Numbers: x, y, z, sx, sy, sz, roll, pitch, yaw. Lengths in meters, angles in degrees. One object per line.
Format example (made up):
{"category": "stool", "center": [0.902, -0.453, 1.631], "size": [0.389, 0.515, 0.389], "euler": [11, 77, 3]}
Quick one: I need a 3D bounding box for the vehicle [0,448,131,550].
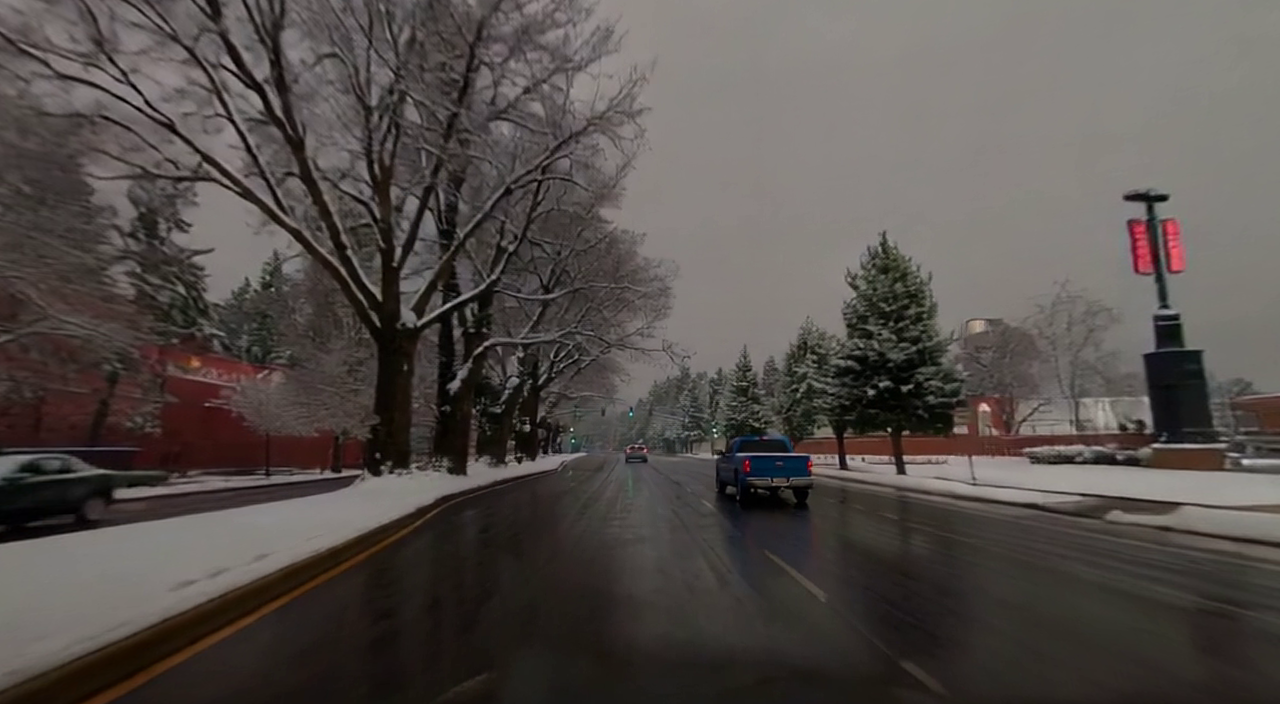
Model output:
{"category": "vehicle", "center": [-12.564, 2.704, 11.751], "size": [2.126, 1.800, 4.925], "euler": [0, -9, -2]}

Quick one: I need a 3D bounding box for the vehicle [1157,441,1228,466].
{"category": "vehicle", "center": [38.517, 7.094, 44.189], "size": [1.992, 1.630, 4.326], "euler": [-2, -9, 16]}

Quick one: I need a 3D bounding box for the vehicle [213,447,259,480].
{"category": "vehicle", "center": [-30.478, 8.422, 47.740], "size": [2.165, 2.265, 2.041], "euler": [-2, -10, -7]}

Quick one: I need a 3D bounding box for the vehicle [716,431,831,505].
{"category": "vehicle", "center": [3.696, 3.331, 18.642], "size": [2.138, 1.836, 5.245], "euler": [0, -9, -1]}
